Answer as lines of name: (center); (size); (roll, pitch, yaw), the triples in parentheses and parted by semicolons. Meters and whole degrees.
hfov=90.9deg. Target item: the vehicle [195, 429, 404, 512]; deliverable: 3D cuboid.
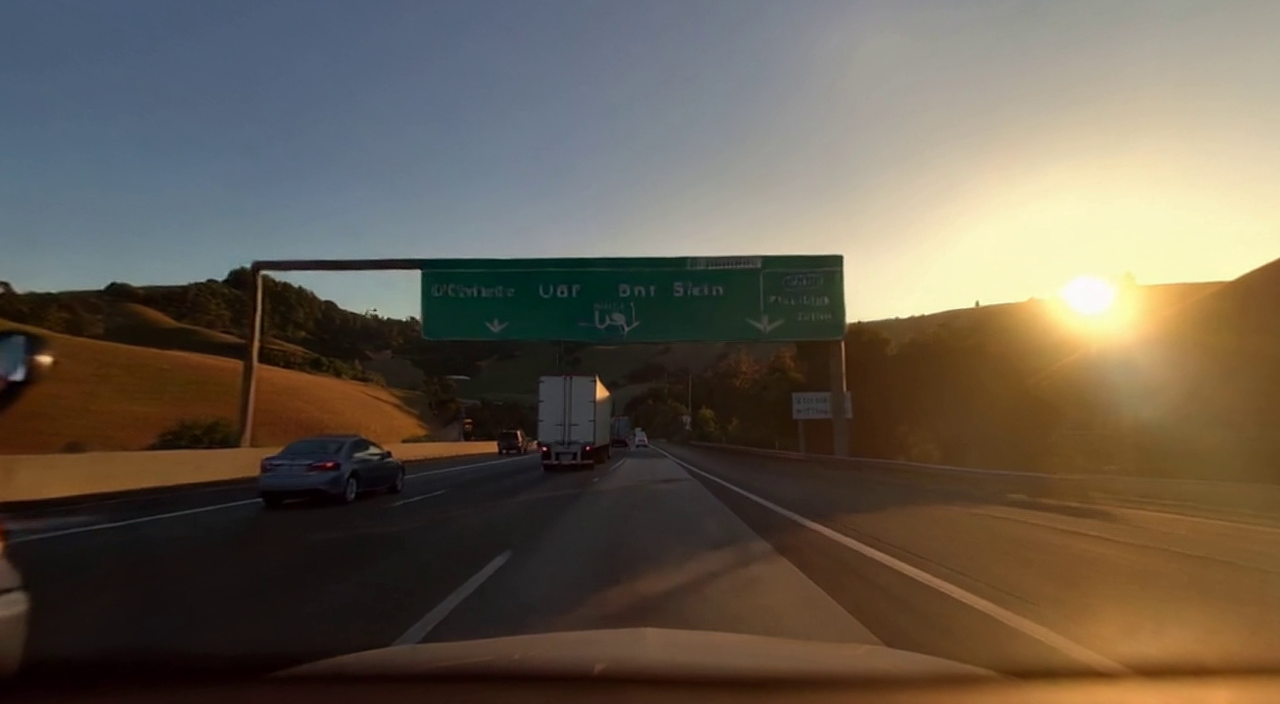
vehicle: (-7.023, 2.468, 13.712); (1.911, 1.494, 4.555); (0, -8, 1)

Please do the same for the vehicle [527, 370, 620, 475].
vehicle: (-2.995, 4.068, 34.327); (3.202, 4.352, 16.251); (0, -8, 0)
